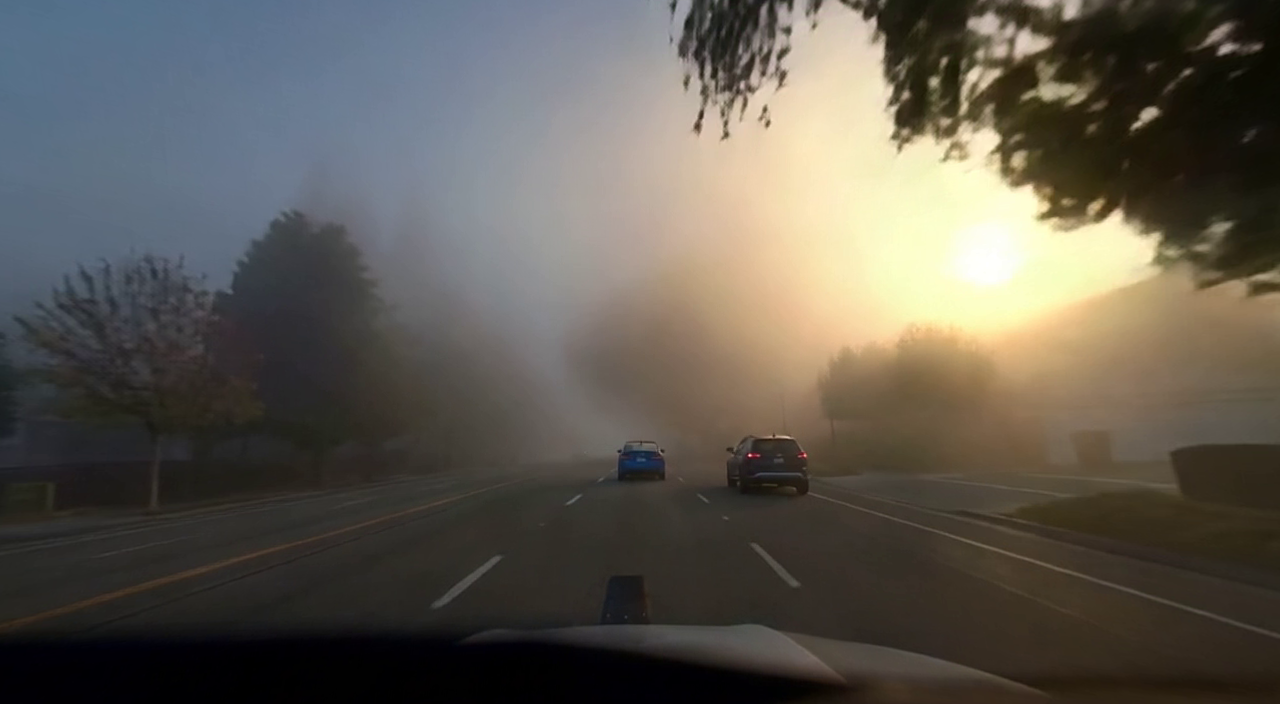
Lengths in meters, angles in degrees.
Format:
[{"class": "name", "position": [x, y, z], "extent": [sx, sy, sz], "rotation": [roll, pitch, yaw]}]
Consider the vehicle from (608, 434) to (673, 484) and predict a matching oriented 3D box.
[{"class": "vehicle", "position": [0.028, 3.929, 23.353], "extent": [2.200, 1.653, 4.127], "rotation": [0, -8, 0]}]

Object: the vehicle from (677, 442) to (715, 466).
[{"class": "vehicle", "position": [3.672, 6.776, 42.058], "extent": [2.099, 1.463, 4.130], "rotation": [0, -8, -1]}]

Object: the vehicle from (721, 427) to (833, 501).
[{"class": "vehicle", "position": [3.558, 3.002, 17.297], "extent": [2.024, 1.711, 4.512], "rotation": [0, -8, 0]}]
